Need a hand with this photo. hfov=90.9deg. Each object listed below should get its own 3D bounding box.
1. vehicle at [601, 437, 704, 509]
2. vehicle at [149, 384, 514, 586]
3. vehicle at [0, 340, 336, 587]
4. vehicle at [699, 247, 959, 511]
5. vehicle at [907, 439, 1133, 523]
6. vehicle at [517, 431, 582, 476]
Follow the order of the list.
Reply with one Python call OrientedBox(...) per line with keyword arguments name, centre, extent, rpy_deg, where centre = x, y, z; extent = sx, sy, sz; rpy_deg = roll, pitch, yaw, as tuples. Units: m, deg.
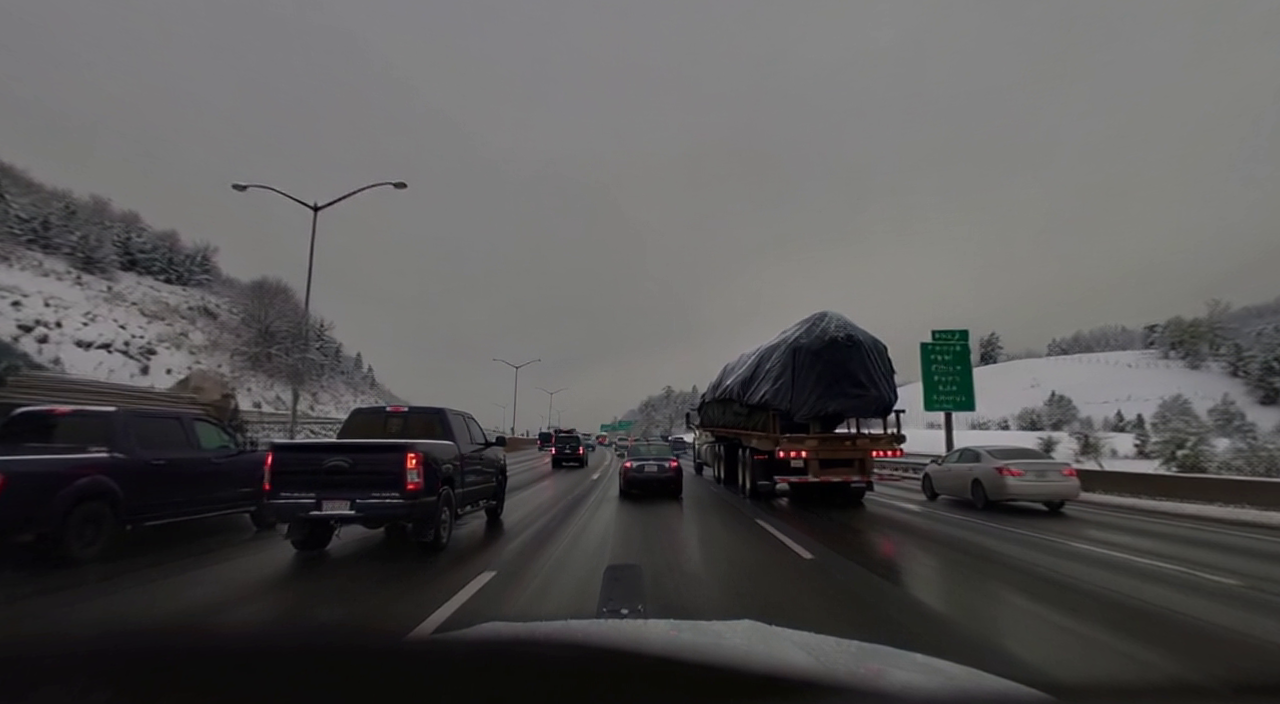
OrientedBox(name="vehicle", centre=(0.199, 2.771, 14.970), extent=(2.105, 1.471, 3.978), rpy_deg=(0, -8, -2))
OrientedBox(name="vehicle", centre=(-3.442, 1.634, 8.695), extent=(2.318, 1.902, 5.374), rpy_deg=(0, -8, 0))
OrientedBox(name="vehicle", centre=(-7.560, 1.436, 8.626), extent=(3.150, 2.303, 7.133), rpy_deg=(0, -8, 1))
OrientedBox(name="vehicle", centre=(3.382, 1.145, 15.172), extent=(2.759, 4.098, 10.906), rpy_deg=(0, -8, 0))
OrientedBox(name="vehicle", centre=(7.741, 2.623, 13.481), extent=(2.092, 1.495, 4.194), rpy_deg=(0, -8, -2))
OrientedBox(name="vehicle", centre=(-3.952, 4.532, 28.469), extent=(2.348, 1.821, 5.061), rpy_deg=(0, -8, -2))
